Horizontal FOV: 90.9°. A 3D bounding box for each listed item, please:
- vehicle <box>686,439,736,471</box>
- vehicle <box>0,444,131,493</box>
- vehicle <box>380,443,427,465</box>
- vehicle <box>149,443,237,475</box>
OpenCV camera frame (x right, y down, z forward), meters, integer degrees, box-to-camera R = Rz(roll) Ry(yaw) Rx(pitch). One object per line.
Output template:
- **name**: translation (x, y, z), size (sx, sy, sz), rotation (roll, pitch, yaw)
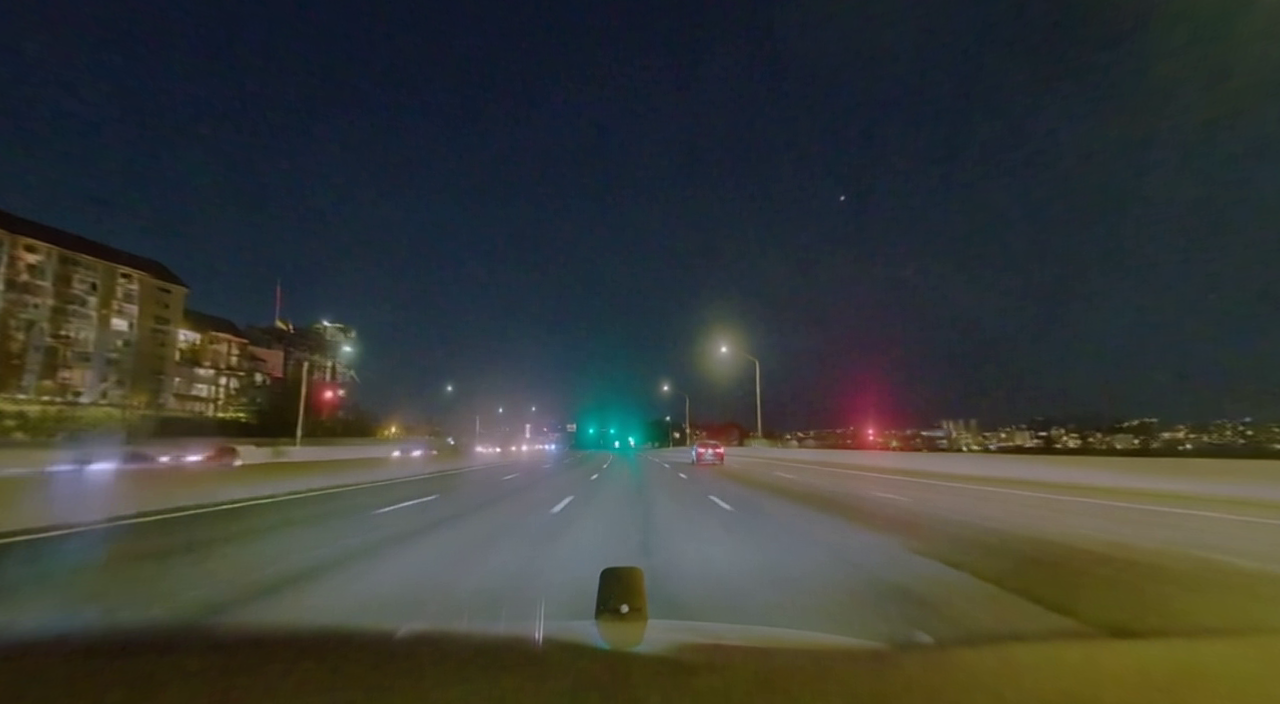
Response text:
- **vehicle**: translation (3.488, 5.153, 31.784), size (1.926, 1.477, 4.025), rotation (0, -8, -2)
- **vehicle**: translation (-20.352, 3.924, 21.648), size (1.859, 1.479, 4.733), rotation (-1, -8, -1)
- **vehicle**: translation (-17.324, 7.485, 46.478), size (1.855, 1.504, 4.310), rotation (0, -8, -1)
- **vehicle**: translation (-24.277, 5.791, 34.443), size (1.797, 1.594, 4.115), rotation (0, -8, -1)
